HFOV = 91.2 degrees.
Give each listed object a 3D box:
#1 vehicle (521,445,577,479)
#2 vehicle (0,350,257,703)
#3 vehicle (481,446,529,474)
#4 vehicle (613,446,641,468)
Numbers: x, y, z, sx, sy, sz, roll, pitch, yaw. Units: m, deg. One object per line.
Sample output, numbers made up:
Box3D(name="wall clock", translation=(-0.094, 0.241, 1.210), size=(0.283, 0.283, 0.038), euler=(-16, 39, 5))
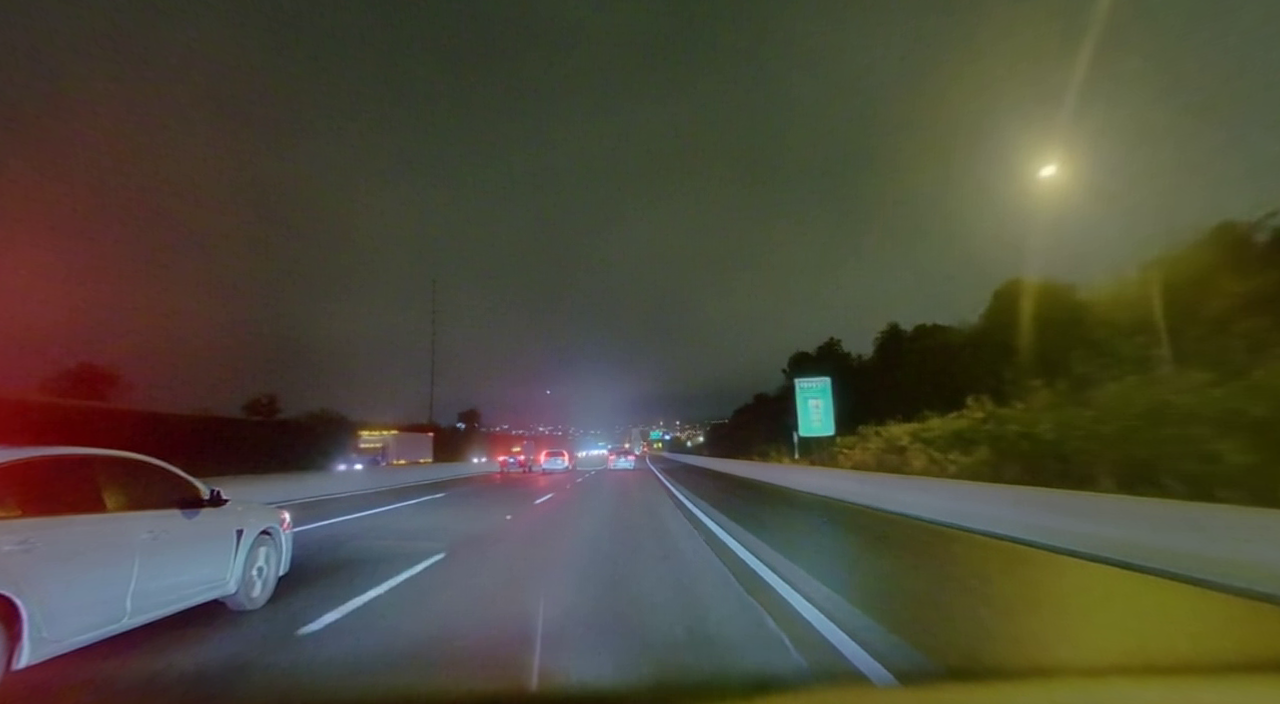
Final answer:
Box3D(name="vehicle", translation=(-4.180, 5.121, 29.411), size=(1.988, 1.477, 4.118), euler=(0, -9, 0))
Box3D(name="vehicle", translation=(-4.066, 0.838, 2.613), size=(2.074, 1.779, 4.588), euler=(0, -9, -1))
Box3D(name="vehicle", translation=(-7.869, 6.320, 36.785), size=(1.936, 1.516, 3.904), euler=(0, -9, 0))
Box3D(name="vehicle", translation=(-0.955, 7.723, 46.241), size=(2.023, 1.479, 3.718), euler=(0, -9, -1))
